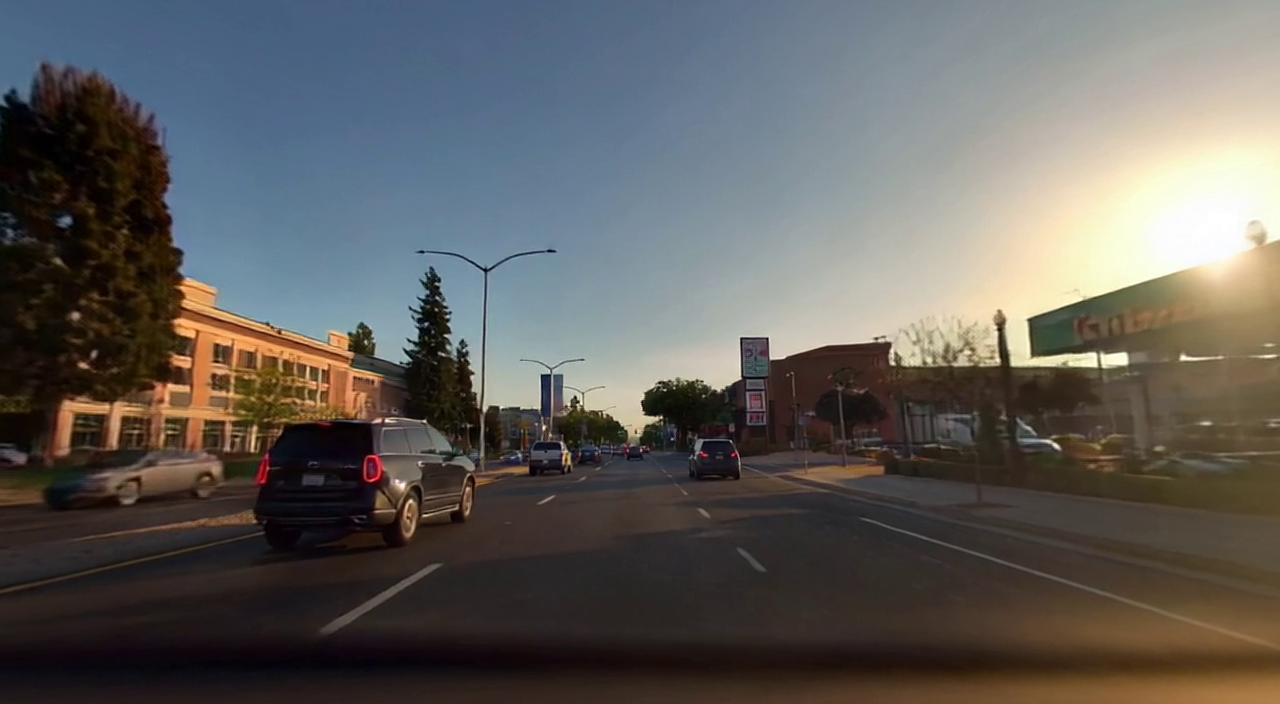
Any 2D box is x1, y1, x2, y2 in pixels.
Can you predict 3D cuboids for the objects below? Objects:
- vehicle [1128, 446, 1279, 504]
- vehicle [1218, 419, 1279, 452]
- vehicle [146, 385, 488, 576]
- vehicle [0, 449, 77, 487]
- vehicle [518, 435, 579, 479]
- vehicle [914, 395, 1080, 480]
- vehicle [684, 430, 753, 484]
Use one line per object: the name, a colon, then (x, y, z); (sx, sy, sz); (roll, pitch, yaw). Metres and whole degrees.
vehicle: (16.624, 3.468, 18.171); (4.701, 1.470, 1.985); (4, -9, -26)
vehicle: (37.010, 4.892, 36.726); (4.183, 1.852, 2.188); (0, -9, -2)
vehicle: (-3.852, 1.652, 8.823); (2.210, 1.925, 4.838); (0, -8, 0)
vehicle: (-31.188, 5.729, 31.143); (4.268, 1.775, 2.189); (4, -9, -26)
vehicle: (-3.900, 4.564, 27.514); (2.014, 1.775, 4.404); (0, -8, 0)
vehicle: (15.686, 3.943, 28.599); (2.642, 3.252, 8.515); (1, -9, 1)
vehicle: (2.989, 4.133, 24.942); (2.024, 1.921, 4.431); (0, -8, -2)
